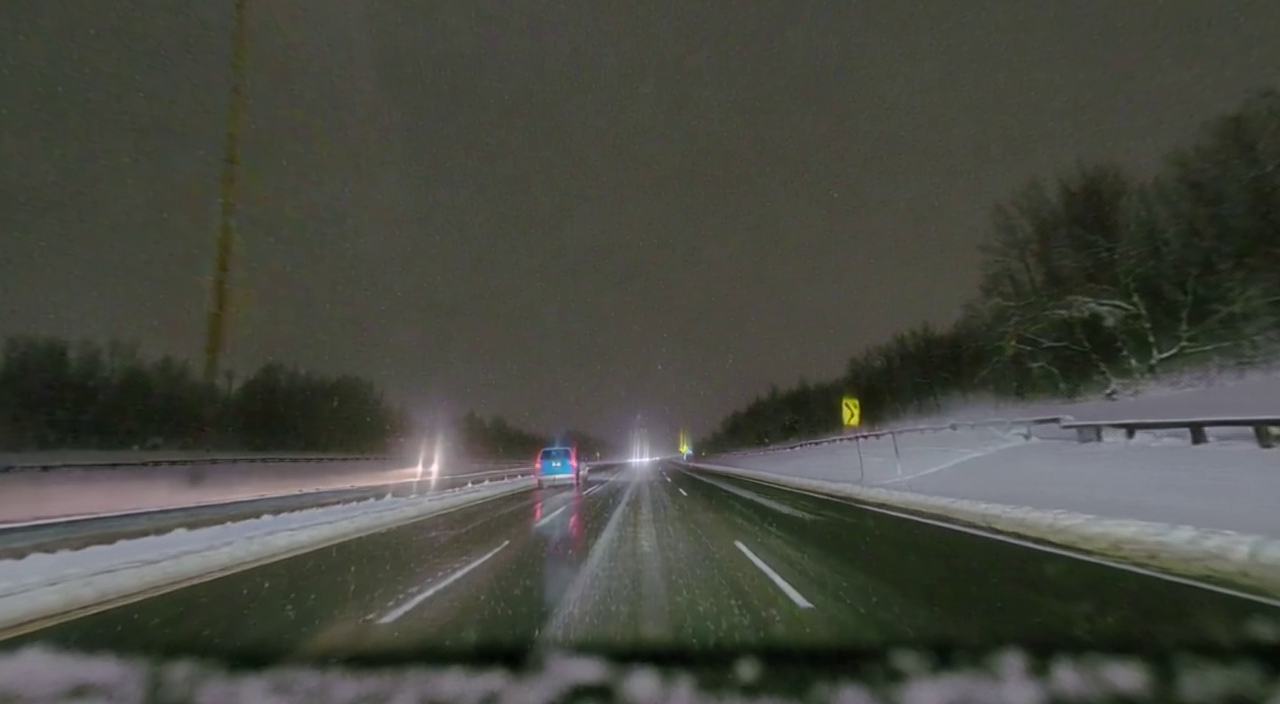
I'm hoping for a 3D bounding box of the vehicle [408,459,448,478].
[{"bbox_3d":[-16.565,9.096,49.404,1.719,1.419,3.715,0,-9,1],"label":"vehicle"}]

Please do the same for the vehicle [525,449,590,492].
[{"bbox_3d":[-3.399,4.968,26.875,2.053,1.647,4.252,-1,-9,2],"label":"vehicle"}]
